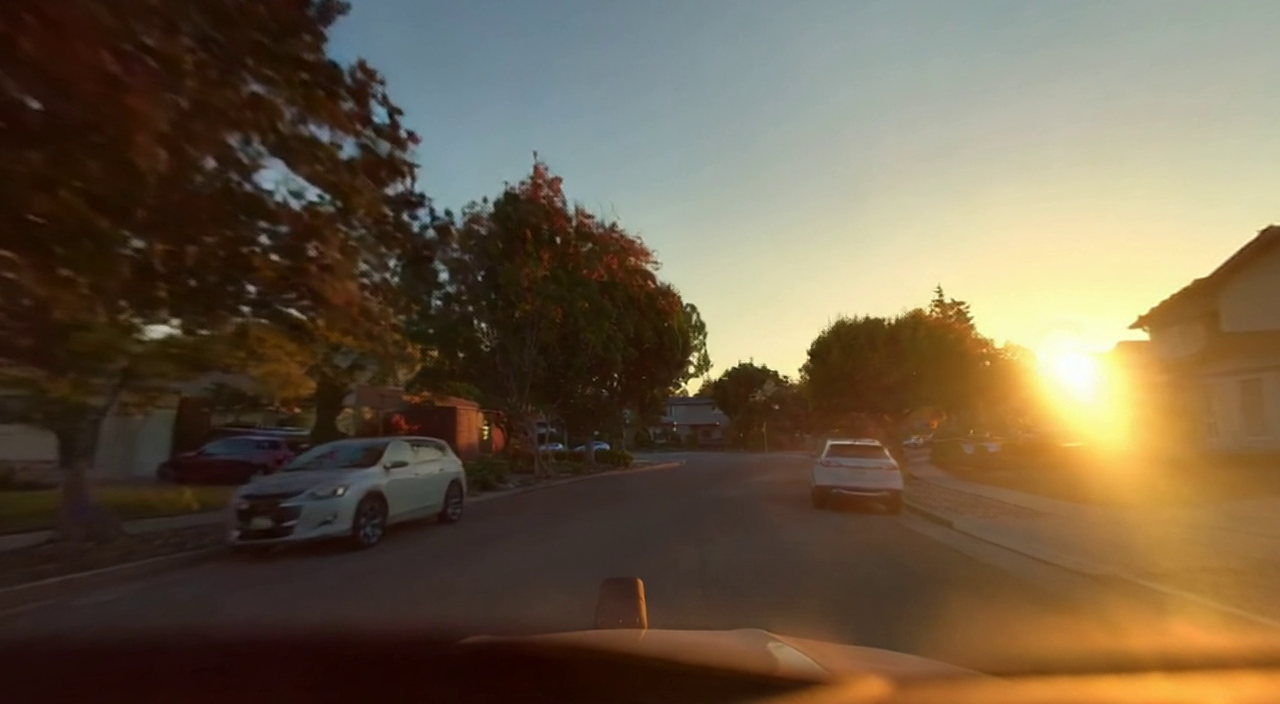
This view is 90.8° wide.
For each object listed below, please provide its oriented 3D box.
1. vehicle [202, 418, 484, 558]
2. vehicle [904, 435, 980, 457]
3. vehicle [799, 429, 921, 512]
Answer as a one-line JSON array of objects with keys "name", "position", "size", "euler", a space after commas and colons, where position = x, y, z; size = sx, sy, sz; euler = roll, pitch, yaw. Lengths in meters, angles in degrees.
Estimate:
[{"name": "vehicle", "position": [-4.455, 2.072, 10.502], "size": [2.041, 1.762, 4.508], "euler": [-3, -8, 8]}, {"name": "vehicle", "position": [21.488, 6.749, 45.173], "size": [4.554, 1.521, 1.937], "euler": [-2, -9, 16]}, {"name": "vehicle", "position": [5.034, 2.748, 15.194], "size": [2.075, 1.657, 4.648], "euler": [-2, -9, 11]}]
